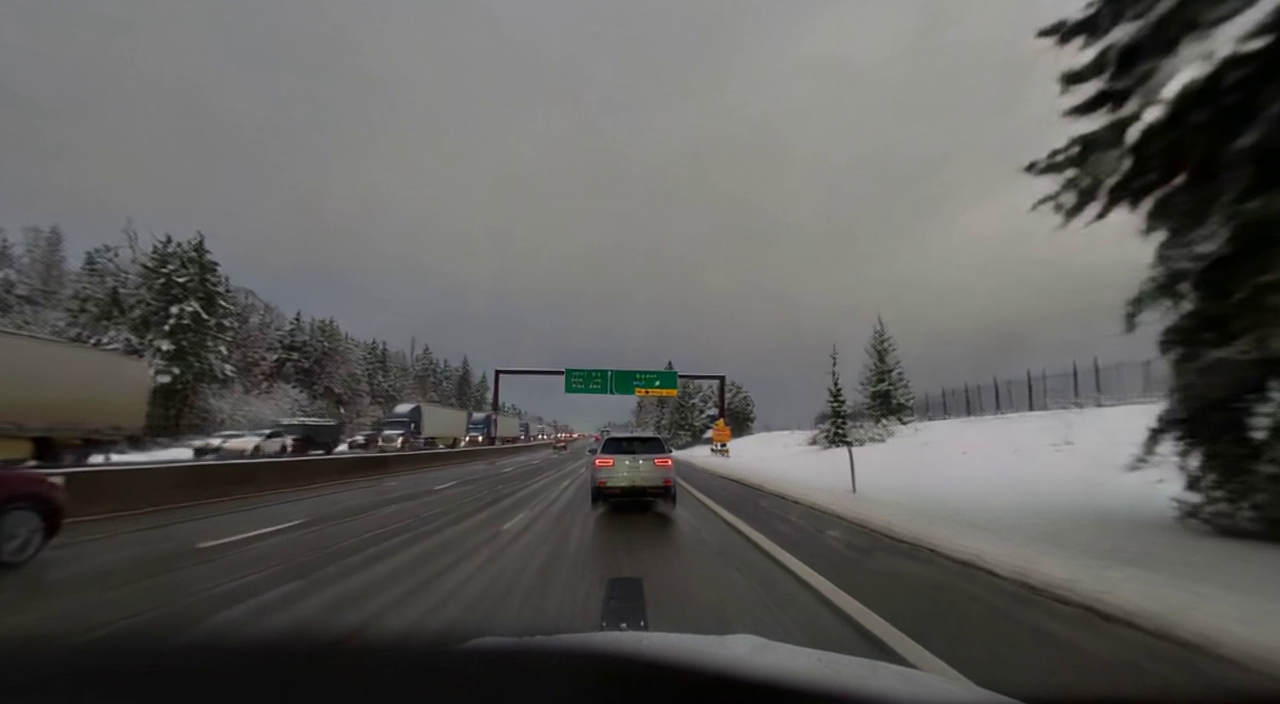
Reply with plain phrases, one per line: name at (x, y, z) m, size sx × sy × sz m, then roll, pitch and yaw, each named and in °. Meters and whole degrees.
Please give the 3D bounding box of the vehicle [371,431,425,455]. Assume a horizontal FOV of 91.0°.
vehicle at (-15.640, 5.917, 40.873) m, size 1.865 × 1.476 × 4.348 m, roll 0°, pitch -8°, yaw -1°

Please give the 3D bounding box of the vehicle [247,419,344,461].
vehicle at (-14.917, 3.872, 27.535) m, size 1.895 × 1.683 × 4.224 m, roll 0°, pitch -8°, yaw -1°

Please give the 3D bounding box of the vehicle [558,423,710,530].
vehicle at (-0.122, 2.069, 11.132) m, size 2.127 × 1.497 × 4.445 m, roll 0°, pitch -8°, yaw -1°

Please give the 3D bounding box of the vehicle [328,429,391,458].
vehicle at (-15.415, 5.061, 34.756) m, size 1.773 × 1.481 × 3.722 m, roll 0°, pitch -8°, yaw -1°

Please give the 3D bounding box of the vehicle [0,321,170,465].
vehicle at (-18.775, 1.394, 18.957) m, size 2.864 × 3.858 × 8.249 m, roll 0°, pitch -8°, yaw -1°

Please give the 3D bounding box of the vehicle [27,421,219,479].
vehicle at (-14.700, 2.817, 18.291) m, size 1.903 × 1.473 × 4.391 m, roll 0°, pitch -8°, yaw -1°

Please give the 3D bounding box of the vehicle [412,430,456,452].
vehicle at (-15.784, 6.848, 48.326) m, size 2.004 × 1.551 × 4.231 m, roll 0°, pitch -8°, yaw -1°
